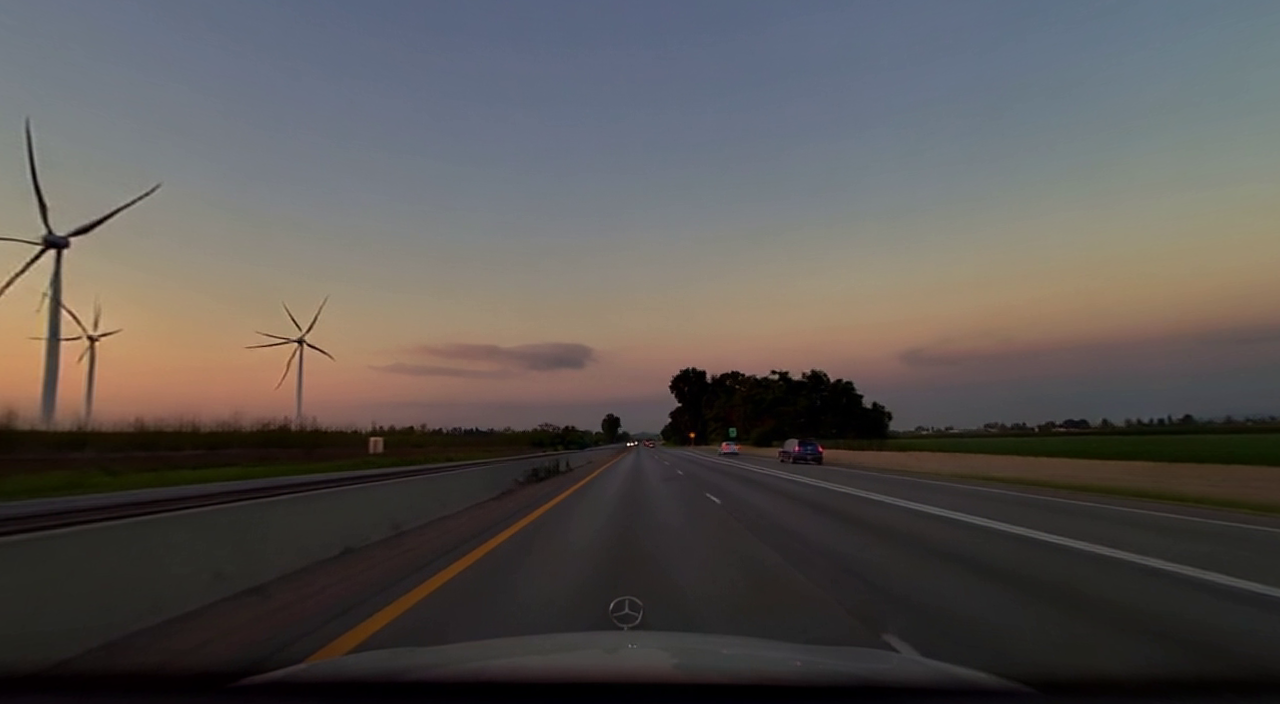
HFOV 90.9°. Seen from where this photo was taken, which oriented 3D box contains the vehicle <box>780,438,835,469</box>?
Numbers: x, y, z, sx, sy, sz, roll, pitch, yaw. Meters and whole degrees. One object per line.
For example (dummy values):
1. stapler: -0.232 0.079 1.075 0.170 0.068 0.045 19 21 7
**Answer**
1. vehicle: 9.561 5.821 36.280 1.897 1.669 4.825 0 -9 1
